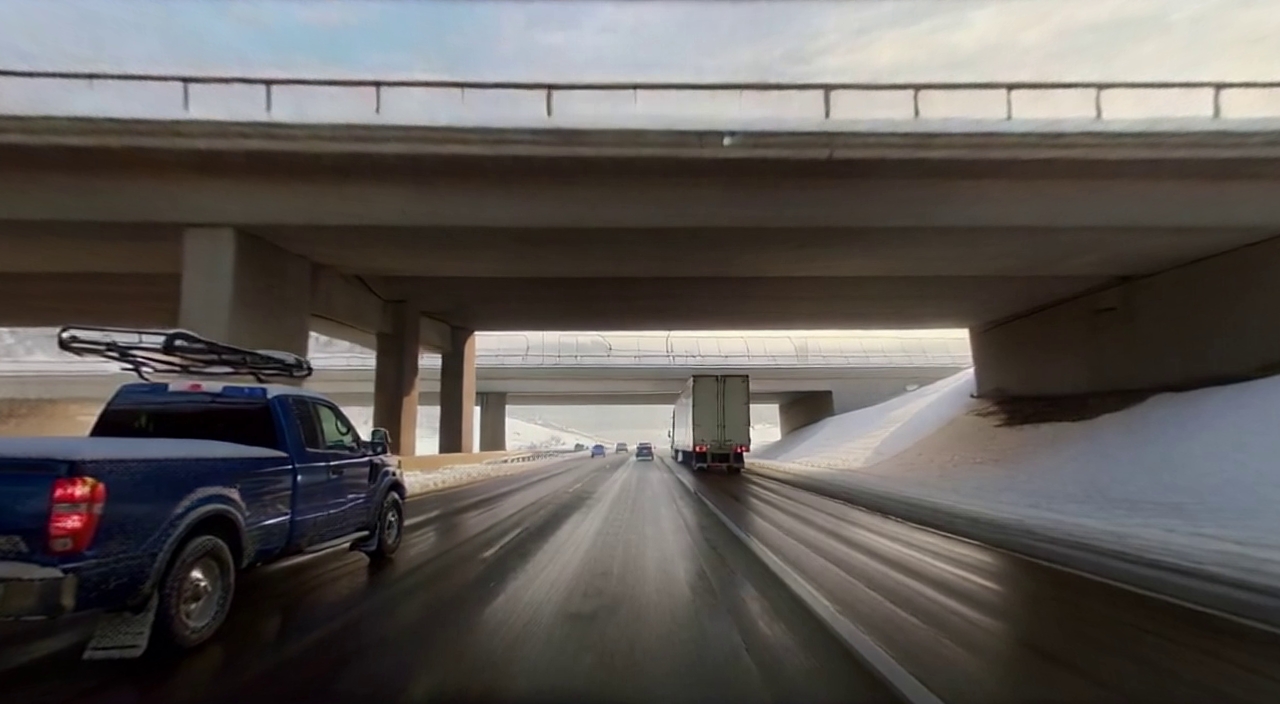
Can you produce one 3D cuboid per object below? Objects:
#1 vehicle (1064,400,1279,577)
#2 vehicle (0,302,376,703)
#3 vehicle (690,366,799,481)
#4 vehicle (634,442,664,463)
[{"bbox_3d":[7.219,1.430,6.848,1.999,1.700,4.640,0,-8,1],"label":"vehicle"},{"bbox_3d":[-4.526,0.976,4.417,2.599,2.054,6.288,0,-8,0],"label":"vehicle"},{"bbox_3d":[4.176,3.457,28.773,2.885,4.036,12.891,0,-8,1],"label":"vehicle"},{"bbox_3d":[0.680,7.293,45.892,2.092,1.446,4.092,0,-8,1],"label":"vehicle"}]
